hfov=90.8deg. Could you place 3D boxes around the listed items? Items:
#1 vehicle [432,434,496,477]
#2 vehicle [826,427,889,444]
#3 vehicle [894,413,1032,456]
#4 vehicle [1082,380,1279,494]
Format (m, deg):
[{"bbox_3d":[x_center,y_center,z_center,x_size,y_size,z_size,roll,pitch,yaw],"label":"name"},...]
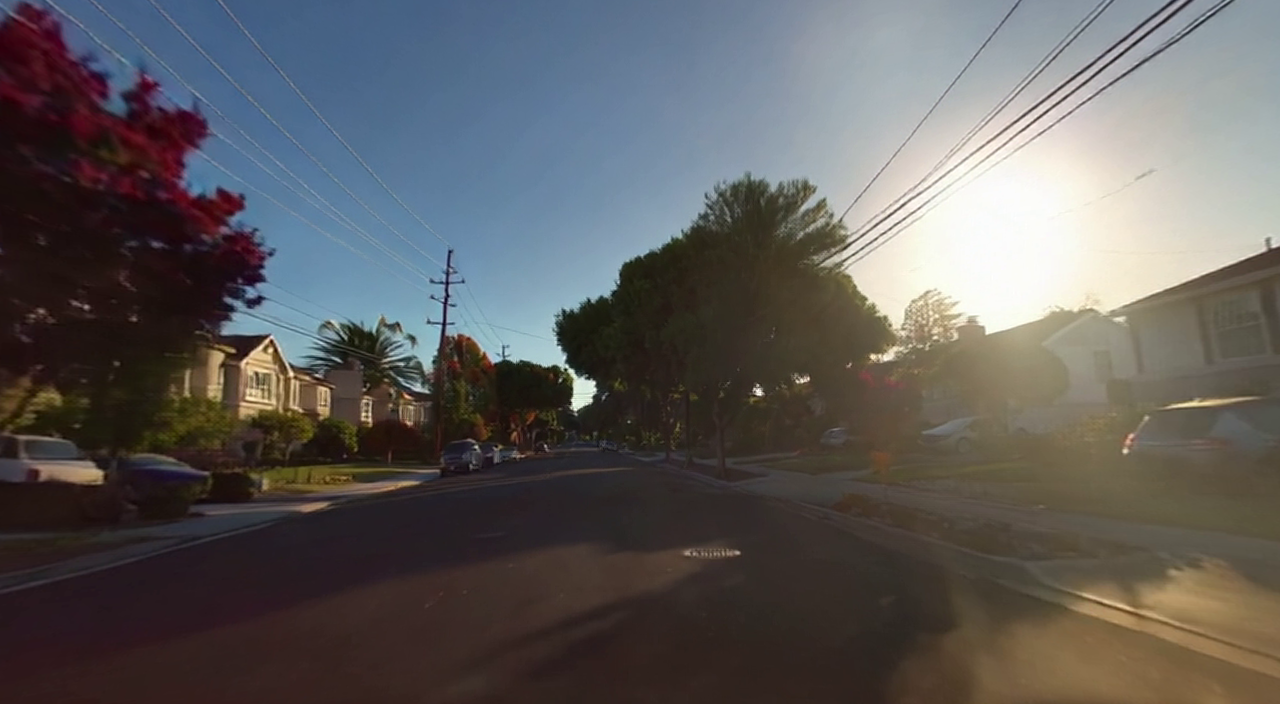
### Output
[{"bbox_3d":[-9.082,5.402,33.161,2.240,1.940,5.429,-2,-9,-5],"label":"vehicle"},{"bbox_3d":[14.331,5.527,41.710,3.606,1.094,1.420,1,-9,-3],"label":"vehicle"},{"bbox_3d":[13.598,3.514,26.776,4.842,1.728,1.875,1,-9,-3],"label":"vehicle"},{"bbox_3d":[10.091,1.426,10.199,4.293,1.657,1.961,0,-11,3],"label":"vehicle"}]
